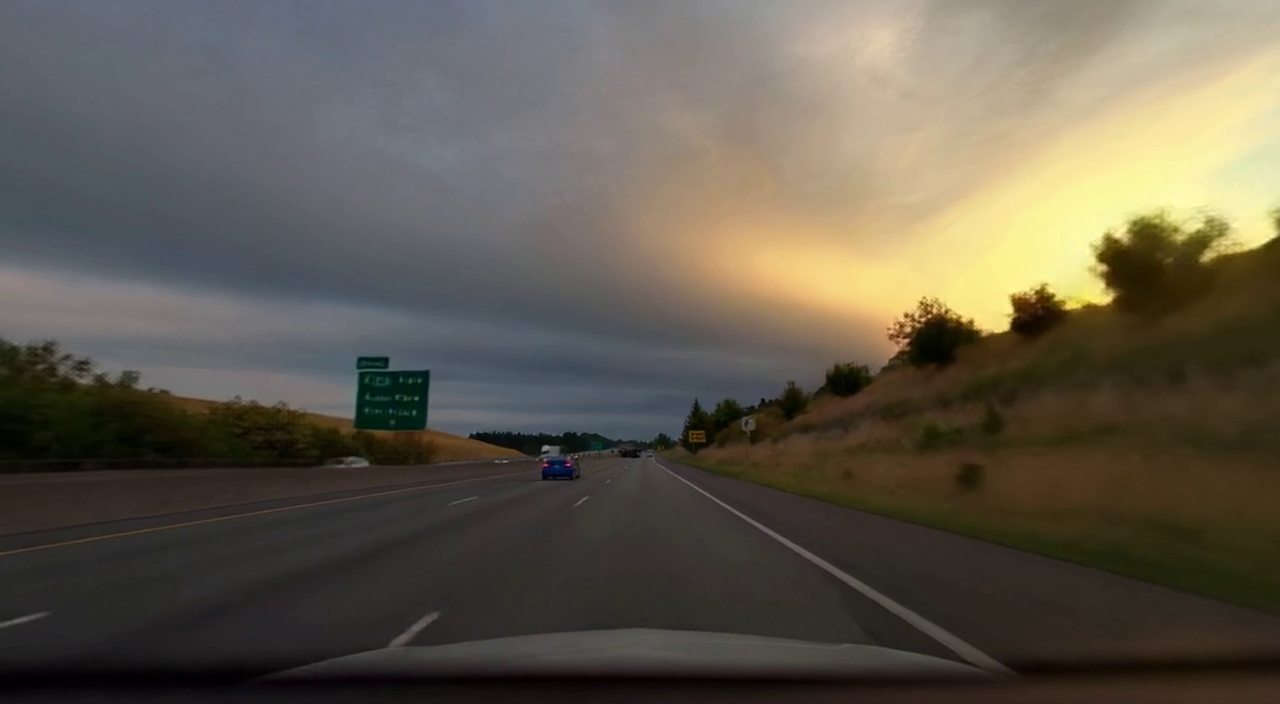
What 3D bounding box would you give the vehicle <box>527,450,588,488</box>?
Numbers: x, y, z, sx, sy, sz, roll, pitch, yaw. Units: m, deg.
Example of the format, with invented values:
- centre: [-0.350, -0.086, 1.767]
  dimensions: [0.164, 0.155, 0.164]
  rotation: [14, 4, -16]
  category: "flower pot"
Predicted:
- centre: [-3.568, 5.158, 28.083]
  dimensions: [2.121, 1.537, 3.852]
  rotation: [0, -9, 1]
  category: "vehicle"
